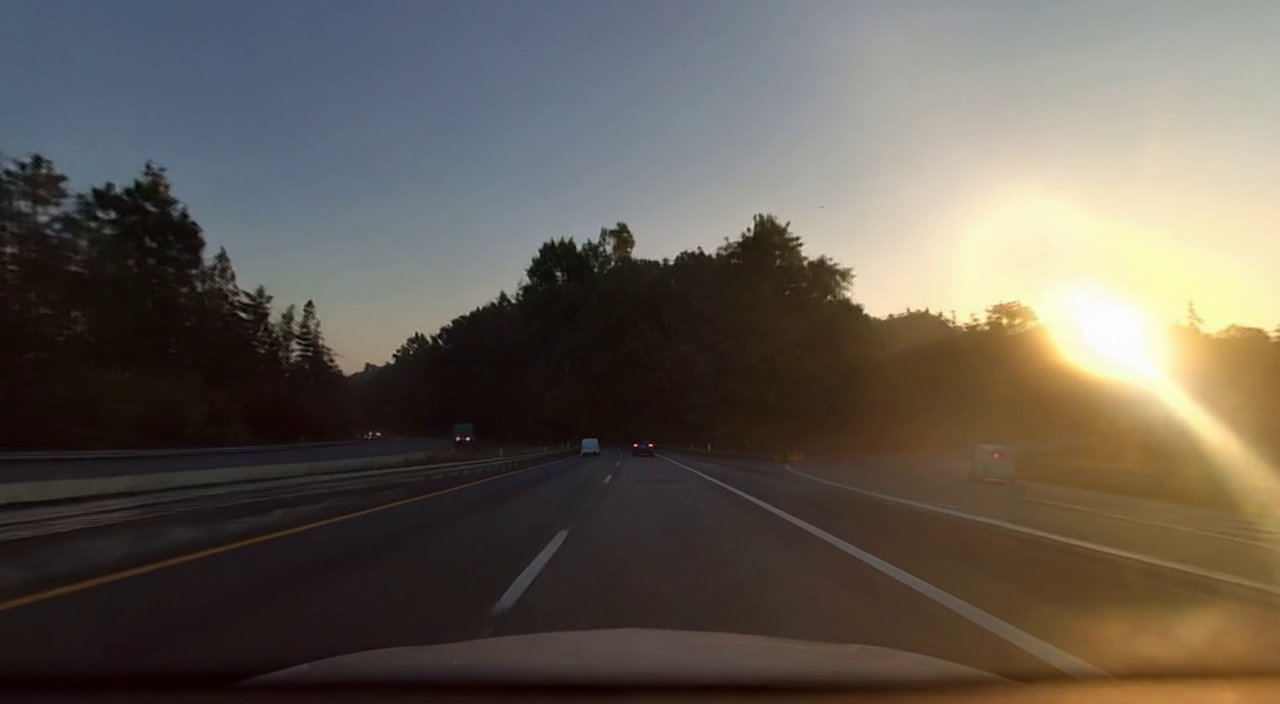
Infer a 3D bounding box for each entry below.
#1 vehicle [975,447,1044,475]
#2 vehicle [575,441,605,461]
[{"bbox_3d":[22.313,6.558,38.236,1.889,1.560,4.976,-2,-8,9],"label":"vehicle"},{"bbox_3d":[-3.929,7.849,49.867,2.057,1.514,3.845,0,-8,0],"label":"vehicle"}]
